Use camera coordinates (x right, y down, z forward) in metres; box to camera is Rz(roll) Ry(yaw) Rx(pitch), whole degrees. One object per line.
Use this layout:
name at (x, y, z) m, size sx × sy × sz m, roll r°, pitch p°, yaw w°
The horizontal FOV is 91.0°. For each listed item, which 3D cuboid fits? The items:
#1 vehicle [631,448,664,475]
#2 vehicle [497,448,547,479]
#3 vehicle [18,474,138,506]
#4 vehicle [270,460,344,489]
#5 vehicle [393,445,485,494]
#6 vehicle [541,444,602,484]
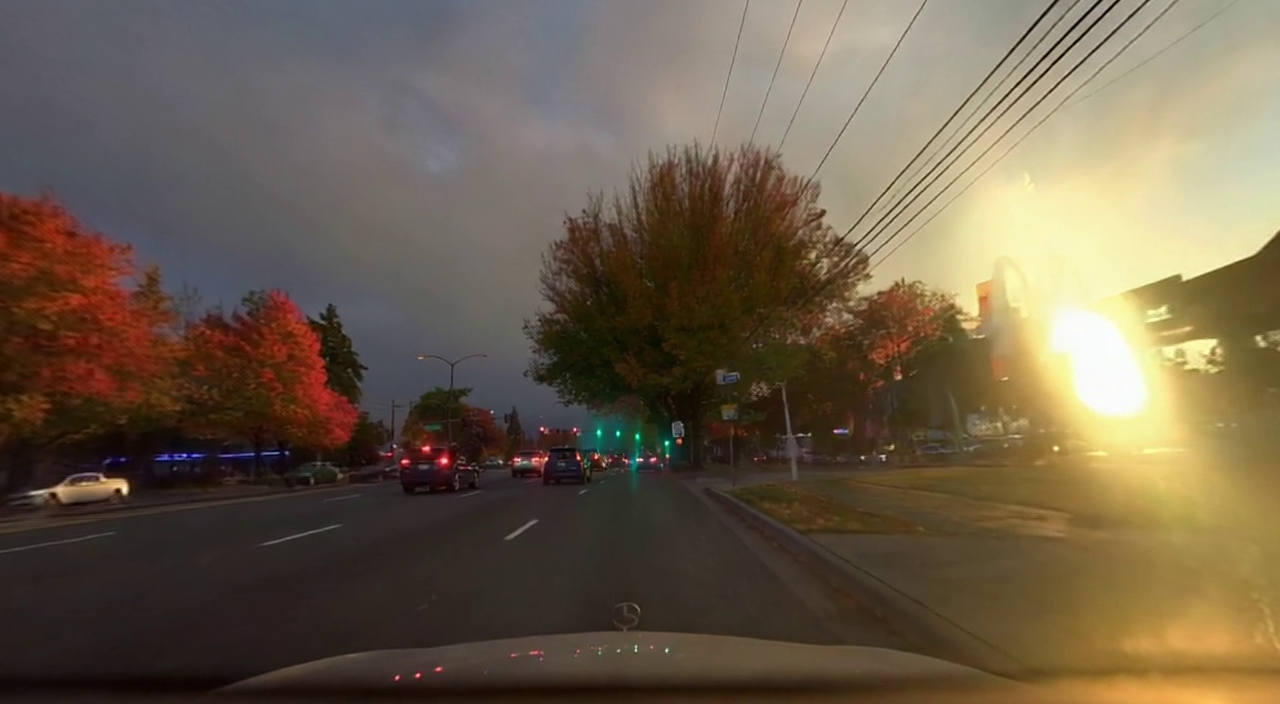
vehicle at (0.464, 7.353, 42.434) m, size 2.144 × 1.704 × 4.028 m, roll 1°, pitch -9°, yaw 0°
vehicle at (-7.175, 6.821, 38.797) m, size 2.069 × 1.719 × 4.441 m, roll 0°, pitch -9°, yaw 2°
vehicle at (-33.967, 8.323, 38.272) m, size 2.096 × 1.699 × 4.912 m, roll -4°, pitch -10°, yaw 18°
vehicle at (-19.812, 7.290, 37.696) m, size 1.826 × 1.493 × 4.383 m, roll 0°, pitch -9°, yaw 2°
vehicle at (-7.342, 4.332, 23.502) m, size 1.932 × 1.596 × 4.247 m, roll 0°, pitch -9°, yaw 2°
vehicle at (-3.046, 5.125, 28.970) m, size 2.165 × 1.663 × 4.513 m, roll 0°, pitch -9°, yaw 2°
